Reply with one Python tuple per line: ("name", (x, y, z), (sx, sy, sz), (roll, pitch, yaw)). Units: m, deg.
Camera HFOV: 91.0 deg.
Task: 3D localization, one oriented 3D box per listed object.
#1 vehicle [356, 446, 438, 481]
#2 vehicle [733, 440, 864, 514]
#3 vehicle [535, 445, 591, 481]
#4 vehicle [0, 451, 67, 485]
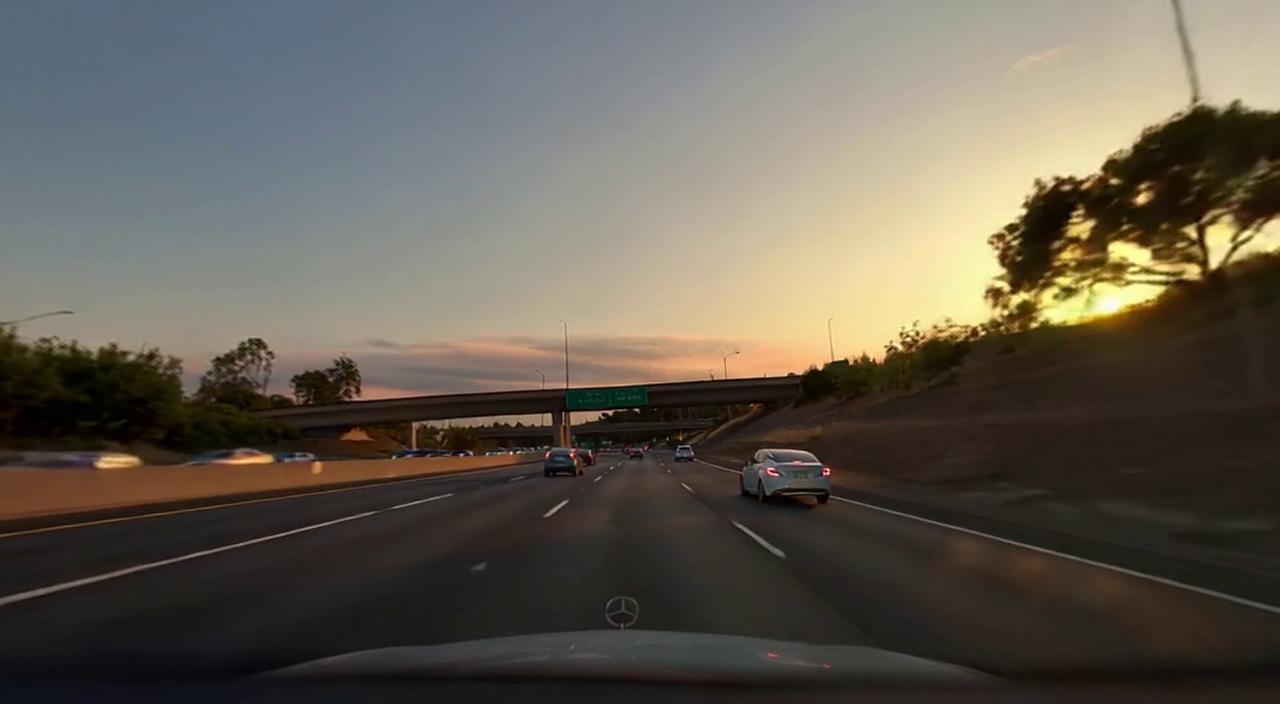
("vehicle", (-11.345, 5.224, 29.757), (1.919, 1.497, 4.765), (0, -9, 1))
("vehicle", (3.675, 2.994, 15.542), (2.079, 1.535, 4.316), (0, -9, 0))
("vehicle", (-3.530, 5.202, 29.853), (2.072, 1.545, 4.687), (0, -9, 0))
("vehicle", (-31.467, 5.703, 31.198), (1.859, 1.580, 4.528), (0, -9, 0))
